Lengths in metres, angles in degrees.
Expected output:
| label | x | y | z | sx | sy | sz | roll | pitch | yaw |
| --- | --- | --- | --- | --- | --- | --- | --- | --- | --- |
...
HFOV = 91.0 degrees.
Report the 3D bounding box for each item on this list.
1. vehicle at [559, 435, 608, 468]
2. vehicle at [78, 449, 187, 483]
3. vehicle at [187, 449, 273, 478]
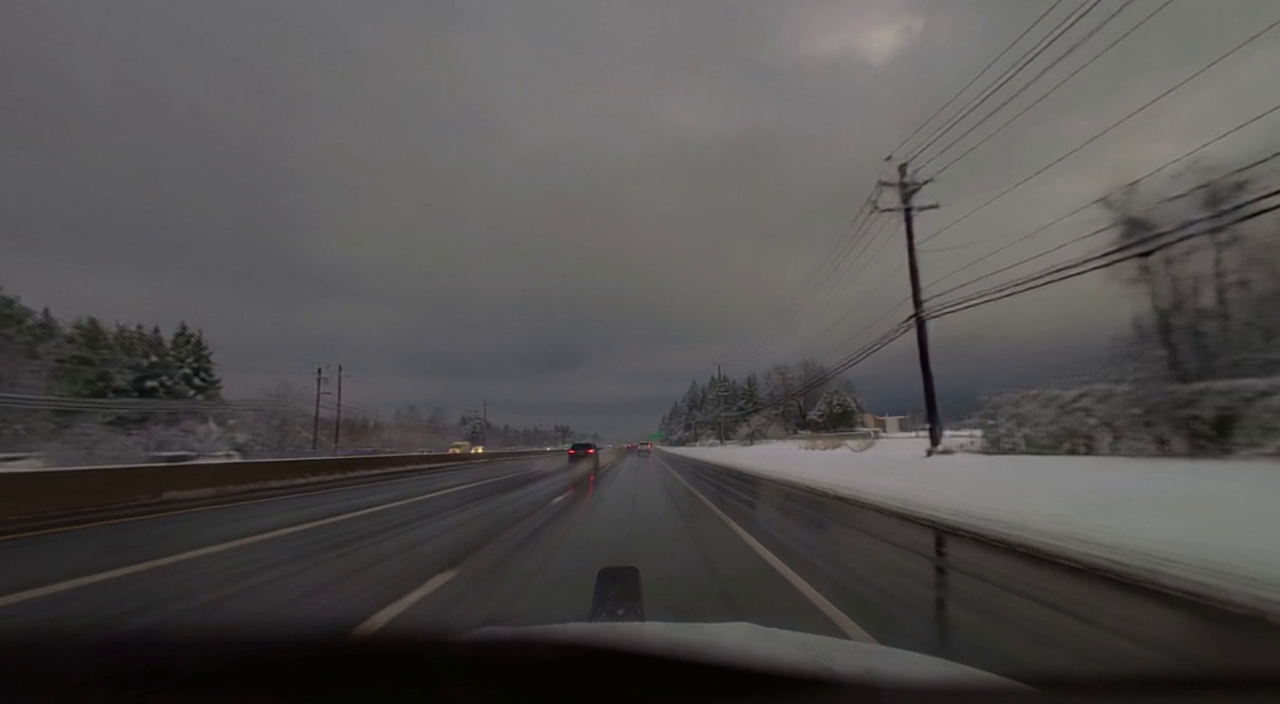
| label | x | y | z | sx | sy | sz | roll | pitch | yaw |
| --- | --- | --- | --- | --- | --- | --- | --- | --- | --- |
| vehicle | -3.560 | 6.426 | 40.700 | 2.577 | 1.939 | 5.408 | 0 | -9 | 1 |
| vehicle | -27.989 | 6.247 | 34.953 | 2.019 | 1.725 | 4.739 | 0 | -9 | 1 |
| vehicle | -24.353 | 6.613 | 37.650 | 1.955 | 1.650 | 4.628 | 0 | -9 | 1 |
